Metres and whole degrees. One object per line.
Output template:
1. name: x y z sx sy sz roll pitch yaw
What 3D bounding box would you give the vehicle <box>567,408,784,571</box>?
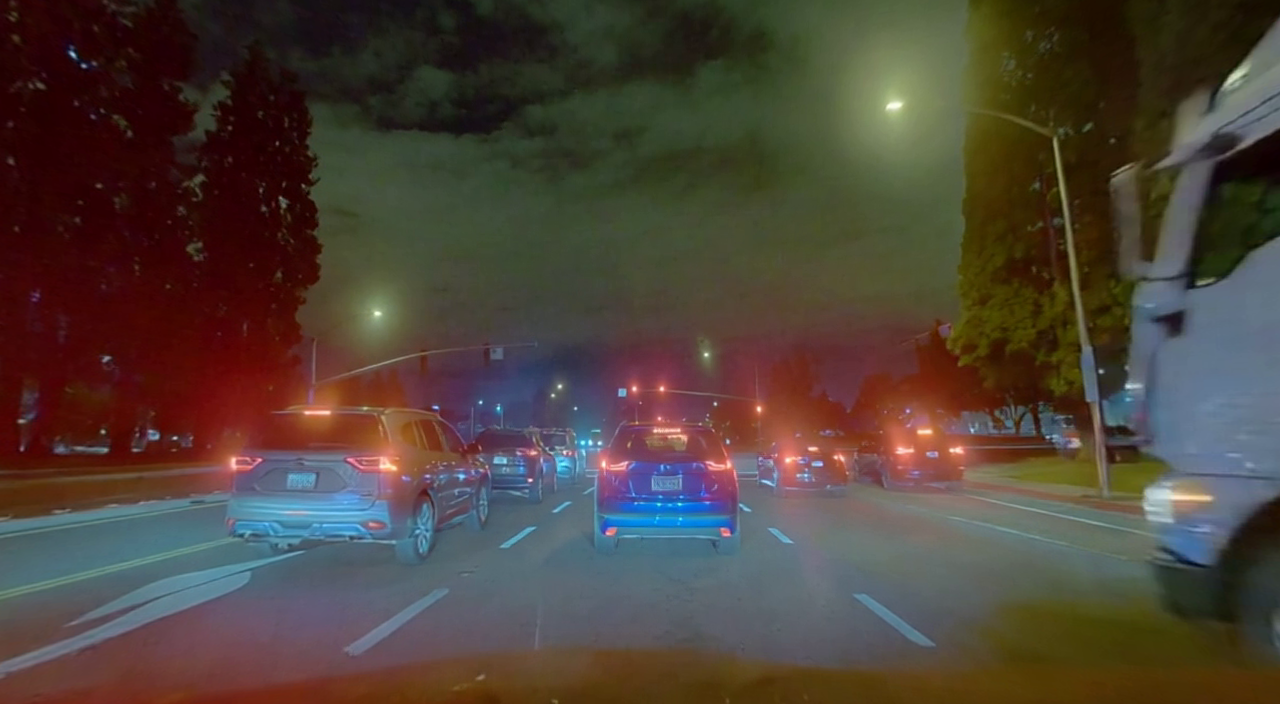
1. vehicle: 0.371 1.709 8.547 2.189 1.649 4.171 0 -8 0

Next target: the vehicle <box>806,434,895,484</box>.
1. vehicle: 7.450 3.805 22.707 2.067 1.599 4.251 -1 -8 5

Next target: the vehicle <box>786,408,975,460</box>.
1. vehicle: 15.690 5.525 41.778 11.206 3.112 2.993 -4 -9 23

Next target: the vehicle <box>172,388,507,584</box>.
1. vehicle: -3.251 1.562 8.084 2.085 1.812 4.388 0 -8 0
